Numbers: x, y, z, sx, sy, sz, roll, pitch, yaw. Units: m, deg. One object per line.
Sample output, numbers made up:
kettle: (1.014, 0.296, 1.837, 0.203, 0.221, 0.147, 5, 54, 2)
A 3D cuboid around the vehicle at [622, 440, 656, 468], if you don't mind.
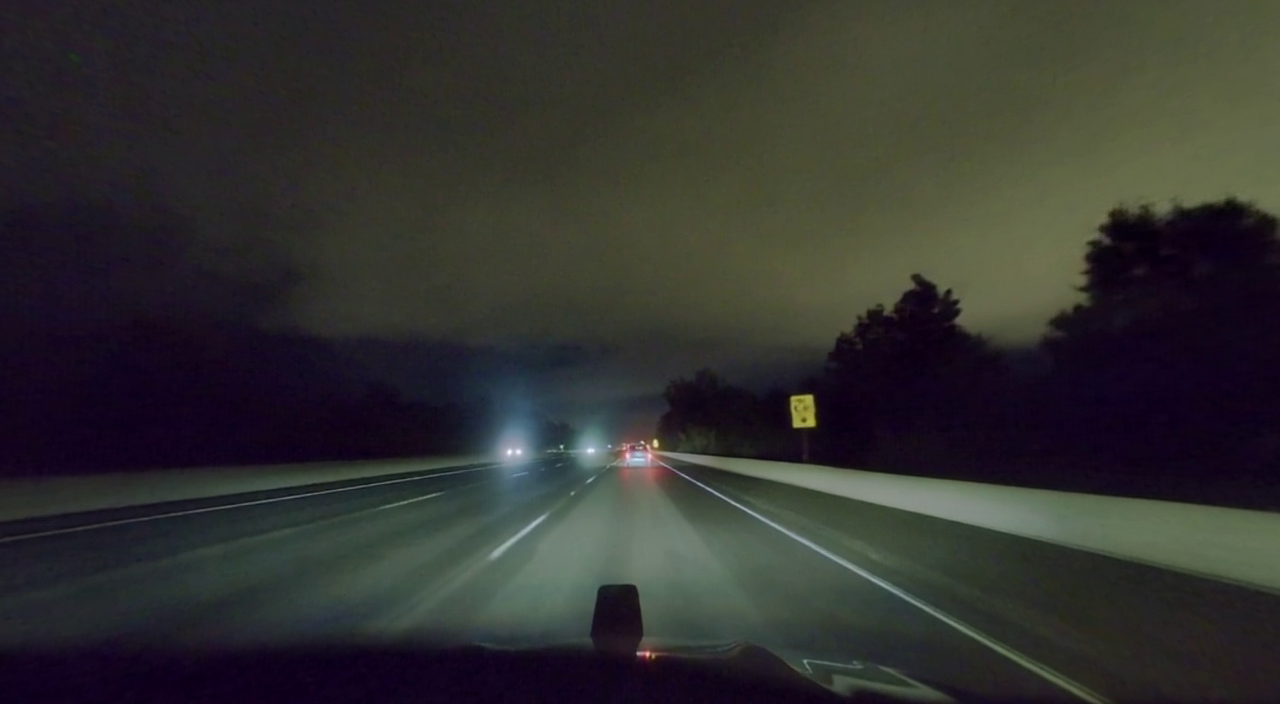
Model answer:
vehicle: (-0.075, 6.602, 40.739, 2.120, 1.715, 4.153, 0, -9, -1)
